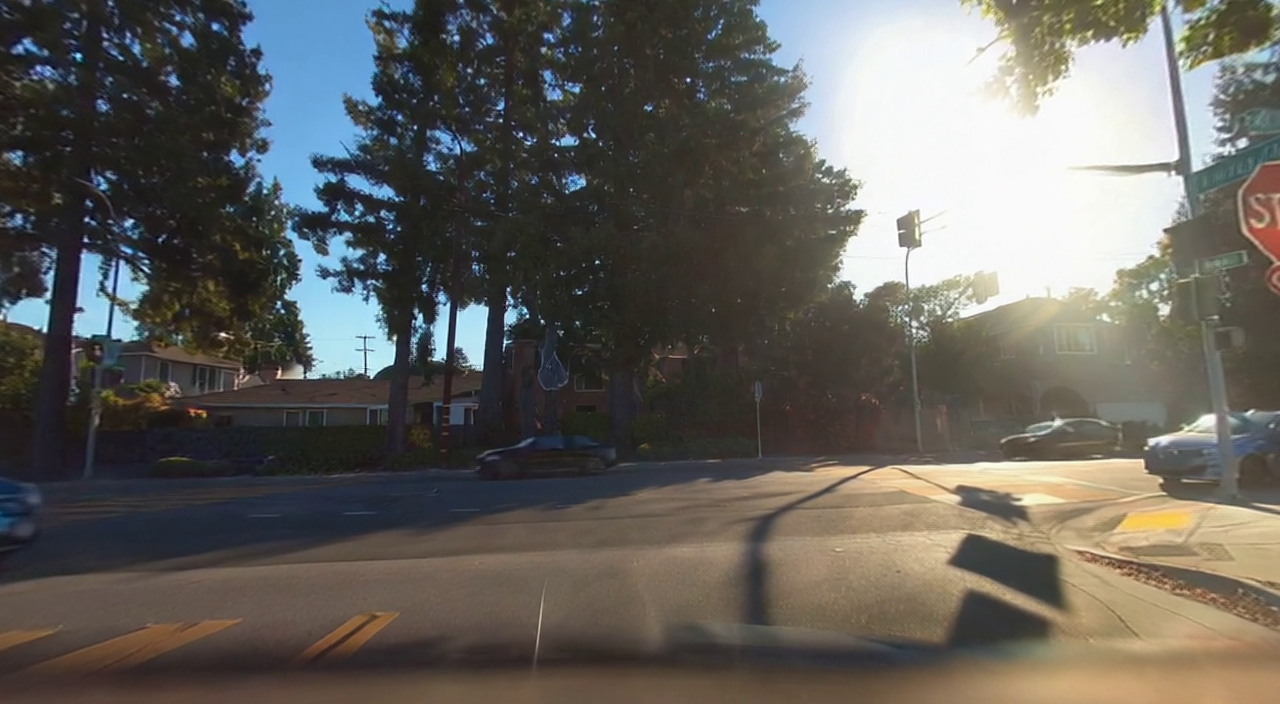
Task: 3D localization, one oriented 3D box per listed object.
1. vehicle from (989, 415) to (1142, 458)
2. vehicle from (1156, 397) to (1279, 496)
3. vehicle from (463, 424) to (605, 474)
[{"bbox_3d":[15.576,3.121,23.220,4.548,1.469,1.864,1,-8,-11],"label":"vehicle"},{"bbox_3d":[12.802,1.794,12.130,4.208,1.685,2.014,1,-8,-8],"label":"vehicle"},{"bbox_3d":[-3.465,3.149,20.588,4.296,1.499,1.814,3,-9,-19],"label":"vehicle"}]
